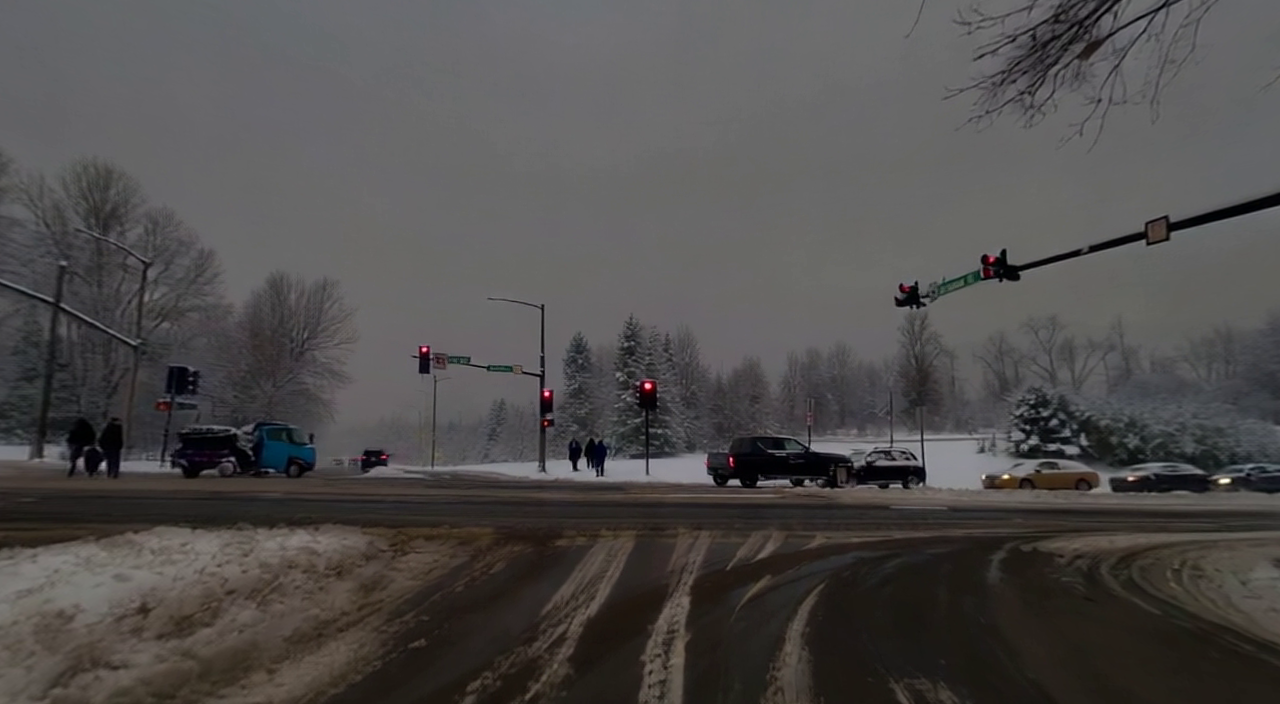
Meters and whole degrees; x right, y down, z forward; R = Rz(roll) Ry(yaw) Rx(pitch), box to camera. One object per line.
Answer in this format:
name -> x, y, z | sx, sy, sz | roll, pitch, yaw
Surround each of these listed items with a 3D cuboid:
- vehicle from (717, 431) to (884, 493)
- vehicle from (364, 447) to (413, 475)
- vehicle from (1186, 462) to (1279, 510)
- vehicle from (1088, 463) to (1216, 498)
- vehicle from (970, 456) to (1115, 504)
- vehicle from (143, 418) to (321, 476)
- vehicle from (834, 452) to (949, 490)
vehicle -> 5.853, 4.047, 23.235 | 5.535, 1.896, 2.170 | 4, -9, -8
vehicle -> -14.984, 6.478, 37.703 | 1.964, 1.525, 4.750 | 2, -9, -13
vehicle -> 25.063, 5.394, 25.477 | 4.322, 1.522, 1.795 | -3, -10, -7
vehicle -> 24.817, 6.224, 30.595 | 4.793, 1.533, 1.874 | 1, -9, -6
vehicle -> 15.688, 4.969, 24.692 | 4.356, 1.498, 1.957 | -2, -8, -5
vehicle -> -15.860, 3.768, 25.000 | 2.243, 2.011, 5.631 | -3, -9, 18
vehicle -> 11.565, 5.482, 29.111 | 4.537, 1.608, 1.827 | 1, -9, -7
